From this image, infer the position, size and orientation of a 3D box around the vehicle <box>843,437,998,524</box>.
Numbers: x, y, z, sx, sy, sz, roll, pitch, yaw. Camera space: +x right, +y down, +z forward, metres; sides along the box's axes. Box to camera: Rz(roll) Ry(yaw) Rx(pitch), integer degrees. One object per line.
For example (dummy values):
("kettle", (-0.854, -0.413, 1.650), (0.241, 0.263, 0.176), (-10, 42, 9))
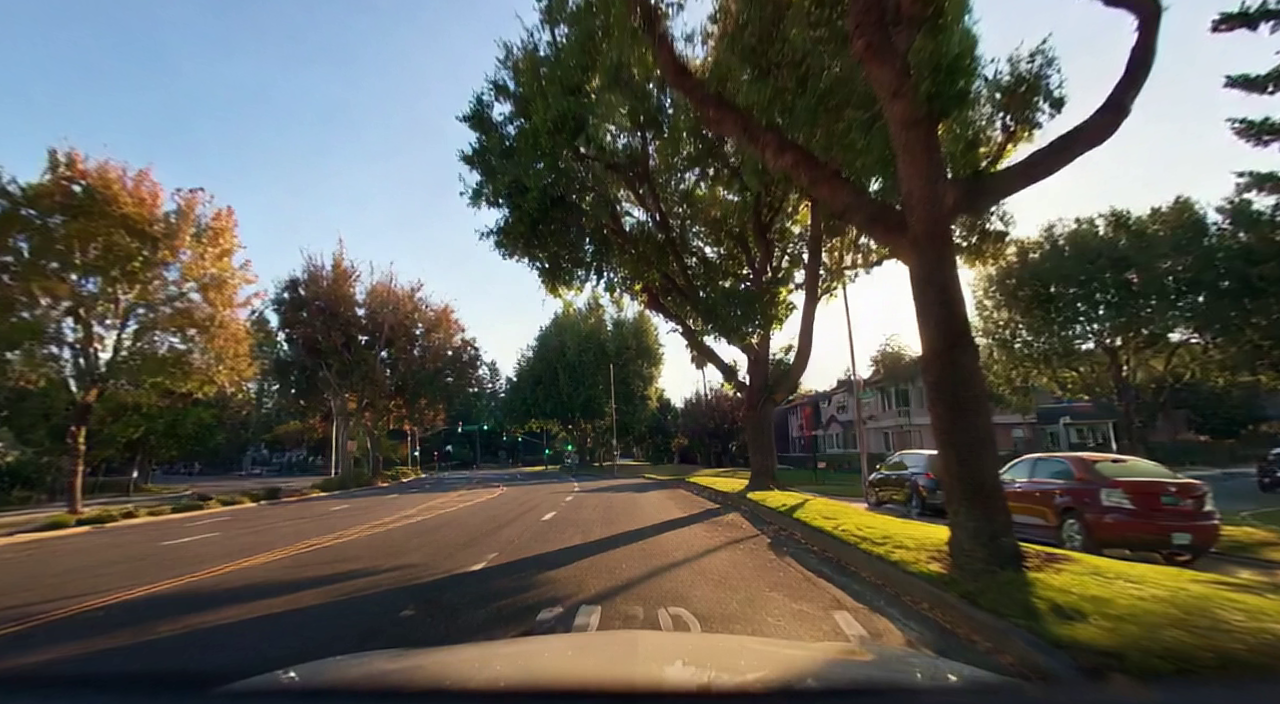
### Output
("vehicle", (7.625, 3.488, 17.969), (2.456, 2.057, 5.270), (-1, -8, 6))

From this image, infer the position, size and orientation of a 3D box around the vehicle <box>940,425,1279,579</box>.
("vehicle", (7.592, 2.329, 10.976), (2.193, 1.872, 4.684), (-5, -7, -2))
